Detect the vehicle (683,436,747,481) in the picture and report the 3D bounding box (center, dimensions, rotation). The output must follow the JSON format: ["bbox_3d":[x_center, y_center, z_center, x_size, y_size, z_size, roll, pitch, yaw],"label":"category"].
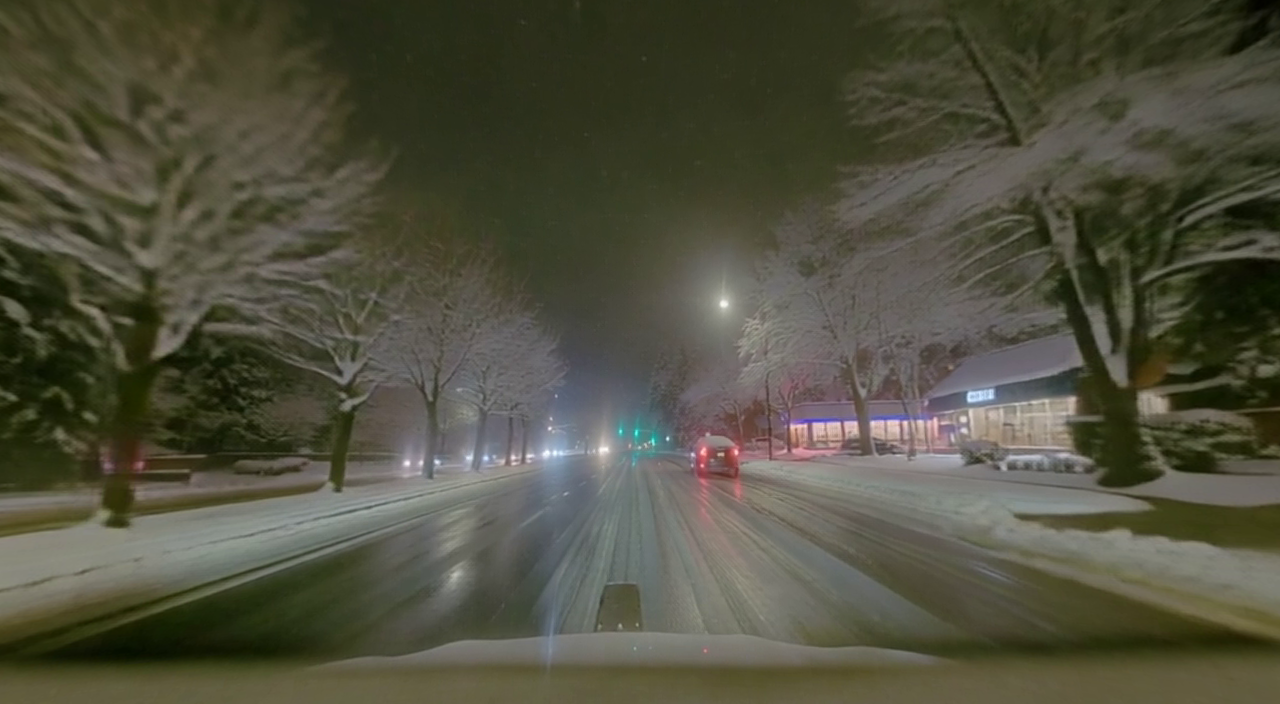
[{"bbox_3d":[3.046,4.441,26.586,2.083,1.743,4.354,0,-8,-1],"label":"vehicle"}]
